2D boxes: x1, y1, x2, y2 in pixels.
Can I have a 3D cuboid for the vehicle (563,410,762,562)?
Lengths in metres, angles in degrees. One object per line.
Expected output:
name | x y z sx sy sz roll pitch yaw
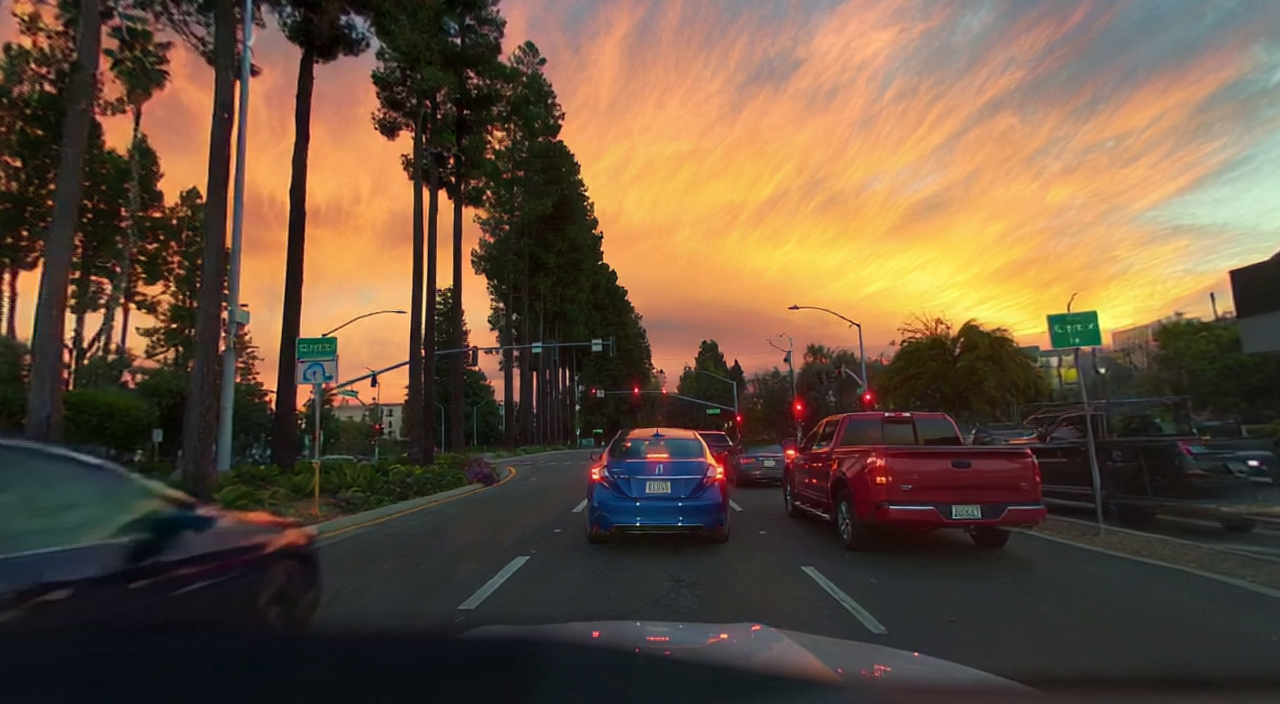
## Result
vehicle | 0.253 1.769 8.978 2.168 1.641 4.039 0 -8 0

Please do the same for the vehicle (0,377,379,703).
vehicle | -2.948 0.825 1.799 2.133 1.496 5.150 0 -8 1

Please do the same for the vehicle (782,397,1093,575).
vehicle | 3.393 1.629 8.376 2.099 1.725 4.290 0 -8 1
